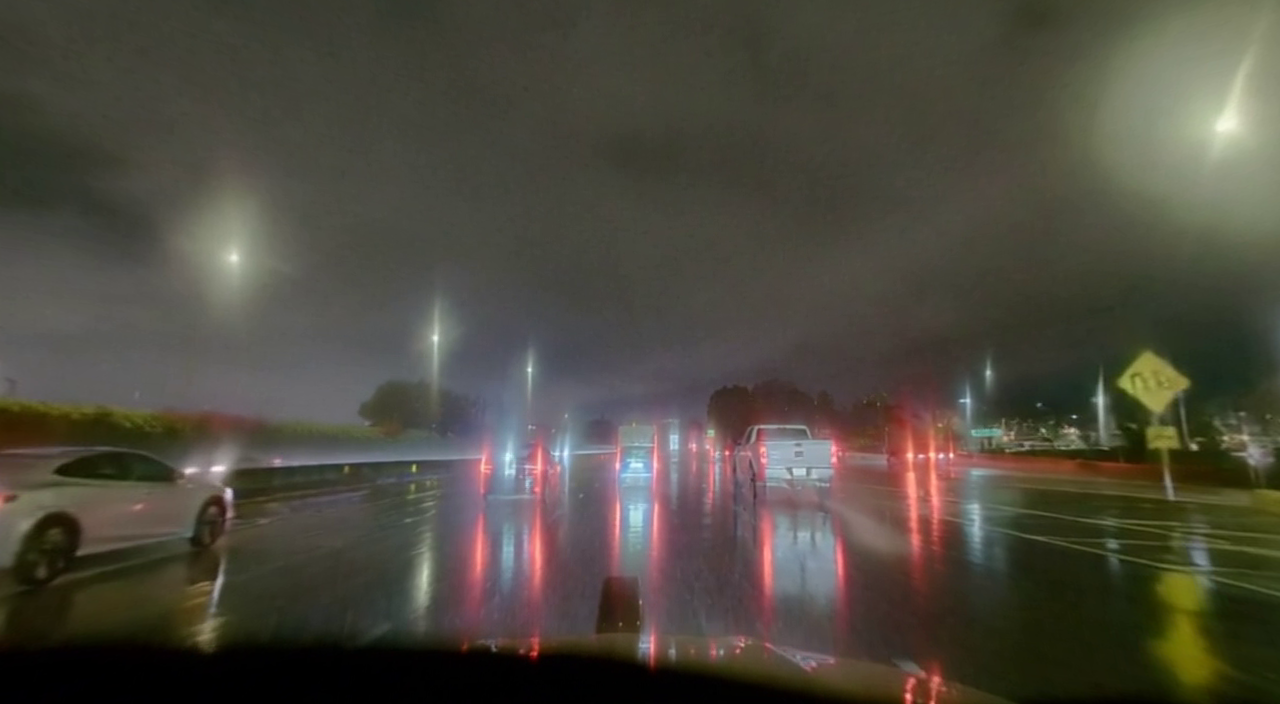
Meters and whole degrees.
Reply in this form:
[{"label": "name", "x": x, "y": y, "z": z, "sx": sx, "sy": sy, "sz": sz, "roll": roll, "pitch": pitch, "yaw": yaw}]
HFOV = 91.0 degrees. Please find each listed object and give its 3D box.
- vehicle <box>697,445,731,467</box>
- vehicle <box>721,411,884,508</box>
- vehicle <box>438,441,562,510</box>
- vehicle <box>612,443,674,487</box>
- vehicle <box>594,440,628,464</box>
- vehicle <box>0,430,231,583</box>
[{"label": "vehicle", "x": 5.280, "y": 7.474, "z": 45.374, "sx": 2.023, "sy": 1.507, "sz": 4.510, "roll": 0, "pitch": -9, "yaw": 2}, {"label": "vehicle", "x": 4.081, "y": 2.934, "z": 17.510, "sx": 2.802, "sy": 2.151, "sz": 6.579, "roll": 0, "pitch": -9, "yaw": 0}, {"label": "vehicle", "x": -3.354, "y": 3.057, "z": 16.078, "sx": 1.996, "sy": 1.488, "sz": 4.451, "roll": 0, "pitch": -9, "yaw": 2}, {"label": "vehicle", "x": 0.145, "y": 4.131, "z": 23.329, "sx": 2.071, "sy": 1.478, "sz": 4.130, "roll": 0, "pitch": -9, "yaw": 1}, {"label": "vehicle", "x": -2.205, "y": 7.874, "z": 49.611, "sx": 2.261, "sy": 1.759, "sz": 4.297, "roll": -1, "pitch": -9, "yaw": 3}, {"label": "vehicle", "x": -7.476, "y": 1.747, "z": 7.545, "sx": 2.065, "sy": 1.519, "sz": 4.491, "roll": 0, "pitch": -9, "yaw": 1}]
